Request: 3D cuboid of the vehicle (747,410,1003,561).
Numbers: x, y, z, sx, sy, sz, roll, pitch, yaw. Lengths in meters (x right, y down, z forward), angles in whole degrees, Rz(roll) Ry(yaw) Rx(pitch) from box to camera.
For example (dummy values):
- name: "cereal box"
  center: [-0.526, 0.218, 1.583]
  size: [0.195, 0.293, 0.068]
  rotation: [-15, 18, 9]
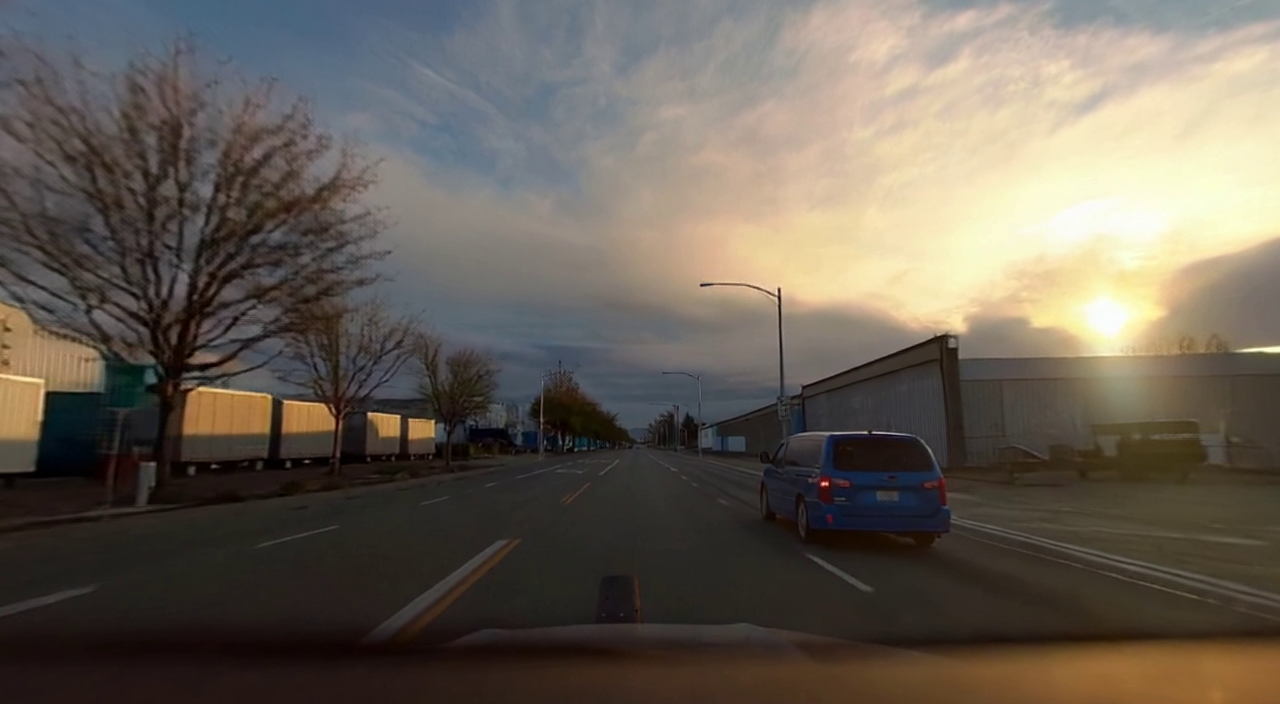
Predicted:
- name: "vehicle"
  center: [3.296, 1.987, 10.178]
  size: [2.202, 1.822, 4.826]
  rotation: [0, -8, -1]
